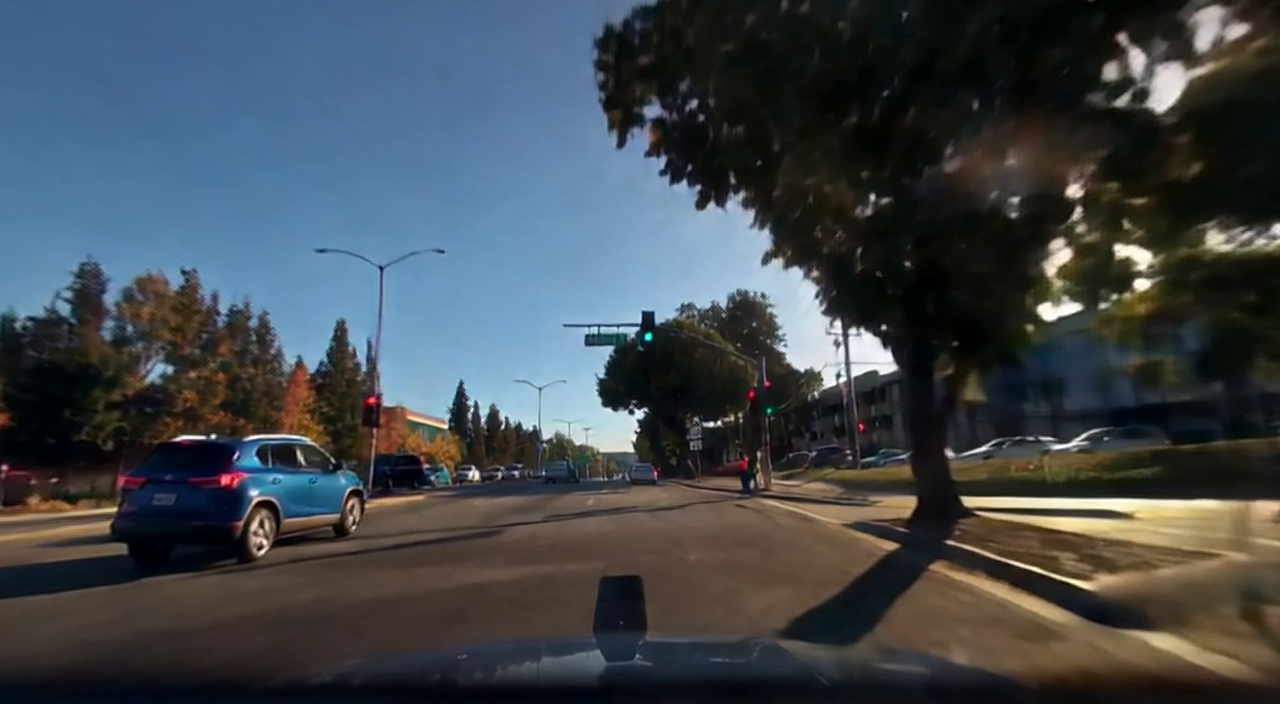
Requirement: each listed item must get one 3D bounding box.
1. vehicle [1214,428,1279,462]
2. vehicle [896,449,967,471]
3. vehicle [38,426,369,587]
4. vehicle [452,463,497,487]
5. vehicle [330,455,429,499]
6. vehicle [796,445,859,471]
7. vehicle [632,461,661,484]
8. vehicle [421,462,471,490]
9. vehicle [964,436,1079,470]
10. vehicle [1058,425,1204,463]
[{"bbox_3d":[30.585,4.427,30.160,1.906,1.551,3.992,3,-10,-31],"label":"vehicle"},{"bbox_3d":[21.792,8.149,47.377,1.933,1.487,5.136,1,-10,-14],"label":"vehicle"},{"bbox_3d":[-6.181,2.166,9.767,2.027,1.908,4.273,0,-8,0],"label":"vehicle"},{"bbox_3d":[-12.175,9.098,46.711,2.077,1.505,4.714,0,-8,0],"label":"vehicle"},{"bbox_3d":[-12.139,5.842,29.925,2.167,1.799,5.682,0,-8,1],"label":"vehicle"},{"bbox_3d":[13.355,7.535,45.160,1.950,1.697,4.906,2,-9,-15],"label":"vehicle"},{"bbox_3d":[0.439,8.913,46.753,2.091,1.494,3.962,0,-8,0],"label":"vehicle"},{"bbox_3d":[-11.994,7.672,39.204,1.871,1.539,3.929,0,-8,0],"label":"vehicle"},{"bbox_3d":[18.973,5.001,31.576,1.947,1.477,4.661,4,-7,-21],"label":"vehicle"},{"bbox_3d":[21.027,3.981,27.204,1.876,1.465,4.500,4,-9,-26],"label":"vehicle"}]
